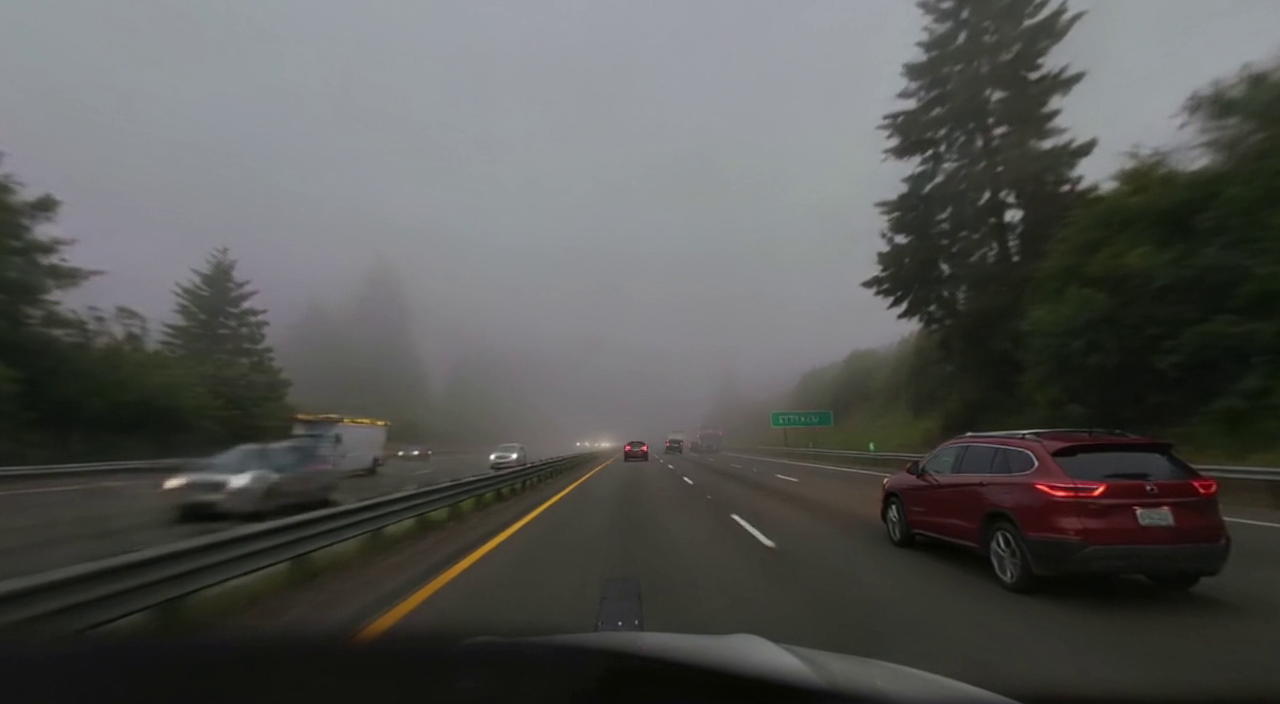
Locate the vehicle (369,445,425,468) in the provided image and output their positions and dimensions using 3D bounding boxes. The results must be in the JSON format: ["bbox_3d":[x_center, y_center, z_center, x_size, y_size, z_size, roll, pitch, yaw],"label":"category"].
[{"bbox_3d":[-15.666,6.730,40.815,1.916,1.340,4.281,0,-8,0],"label":"vehicle"}]

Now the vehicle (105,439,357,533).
[{"bbox_3d":[-7.763,2.526,12.700,2.012,1.521,4.593,0,-8,0],"label":"vehicle"}]

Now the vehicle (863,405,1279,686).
[{"bbox_3d":[3.940,1.364,5.825,1.961,1.495,4.743,0,-8,-1],"label":"vehicle"}]

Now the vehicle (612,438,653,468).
[{"bbox_3d":[-0.411,5.319,33.455,2.055,1.466,4.317,0,-8,-1],"label":"vehicle"}]

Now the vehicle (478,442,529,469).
[{"bbox_3d":[-7.877,5.996,36.825,1.929,1.456,4.458,0,-8,1],"label":"vehicle"}]

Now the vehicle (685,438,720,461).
[{"bbox_3d":[4.340,6.822,44.464,1.995,1.556,3.893,0,-8,-2],"label":"vehicle"}]
